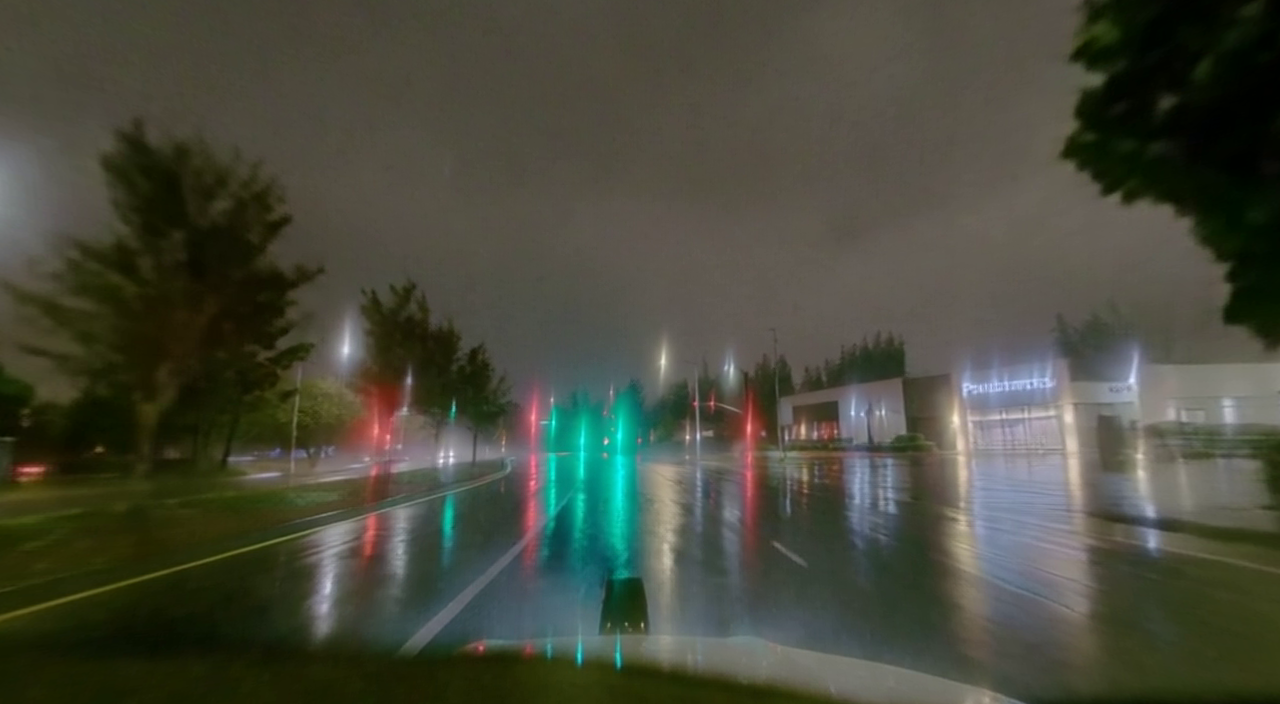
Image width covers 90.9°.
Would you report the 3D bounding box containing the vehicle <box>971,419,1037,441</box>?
[{"bbox_3d":[26.560,5.722,46.152,1.808,1.485,4.467,1,-8,-6],"label":"vehicle"}]
